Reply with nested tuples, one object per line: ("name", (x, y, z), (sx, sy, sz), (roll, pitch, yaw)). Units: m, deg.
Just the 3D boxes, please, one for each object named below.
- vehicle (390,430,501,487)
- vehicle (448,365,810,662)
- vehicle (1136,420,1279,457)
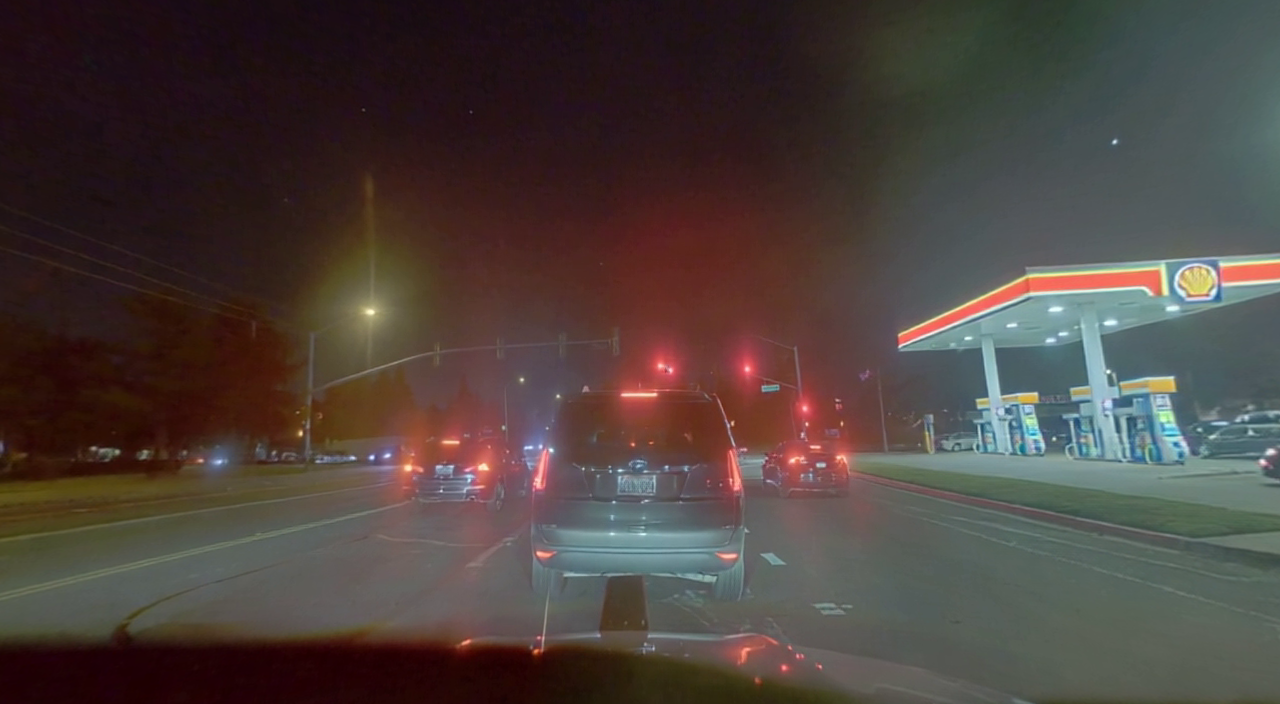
("vehicle", (-6.662, 3.707, 22.181), (2.065, 1.753, 4.525), (-1, -9, 6))
("vehicle", (0.010, 1.318, 6.132), (2.236, 1.819, 4.291), (0, -9, 2))
("vehicle", (25.933, 3.972, 28.801), (4.551, 1.616, 1.973), (-2, -9, 11))
